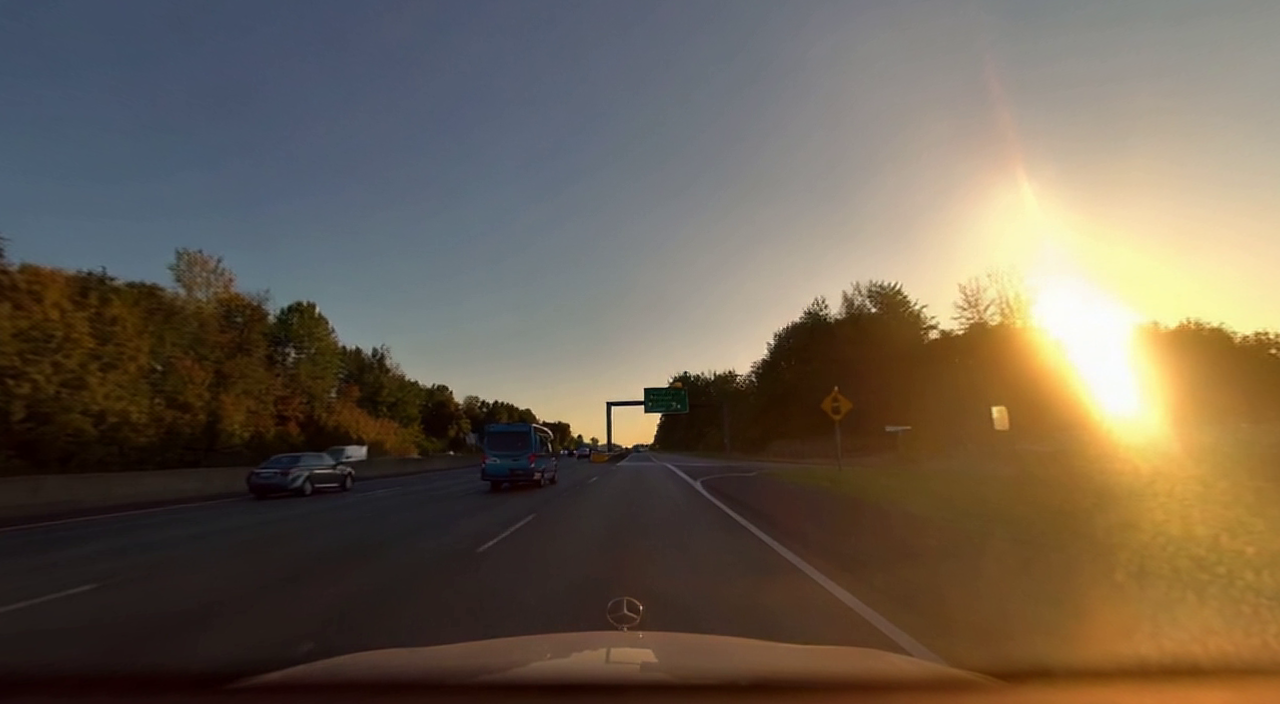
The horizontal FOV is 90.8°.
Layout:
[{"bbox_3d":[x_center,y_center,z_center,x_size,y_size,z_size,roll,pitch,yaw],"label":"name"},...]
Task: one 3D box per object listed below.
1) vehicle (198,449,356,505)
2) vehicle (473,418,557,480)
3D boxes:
[{"bbox_3d":[-10.606,3.647,18.936,1.922,1.448,4.638,0,-9,1],"label":"vehicle"},{"bbox_3d":[-6.434,5.187,33.777,2.747,2.934,7.411,0,-9,2],"label":"vehicle"}]
